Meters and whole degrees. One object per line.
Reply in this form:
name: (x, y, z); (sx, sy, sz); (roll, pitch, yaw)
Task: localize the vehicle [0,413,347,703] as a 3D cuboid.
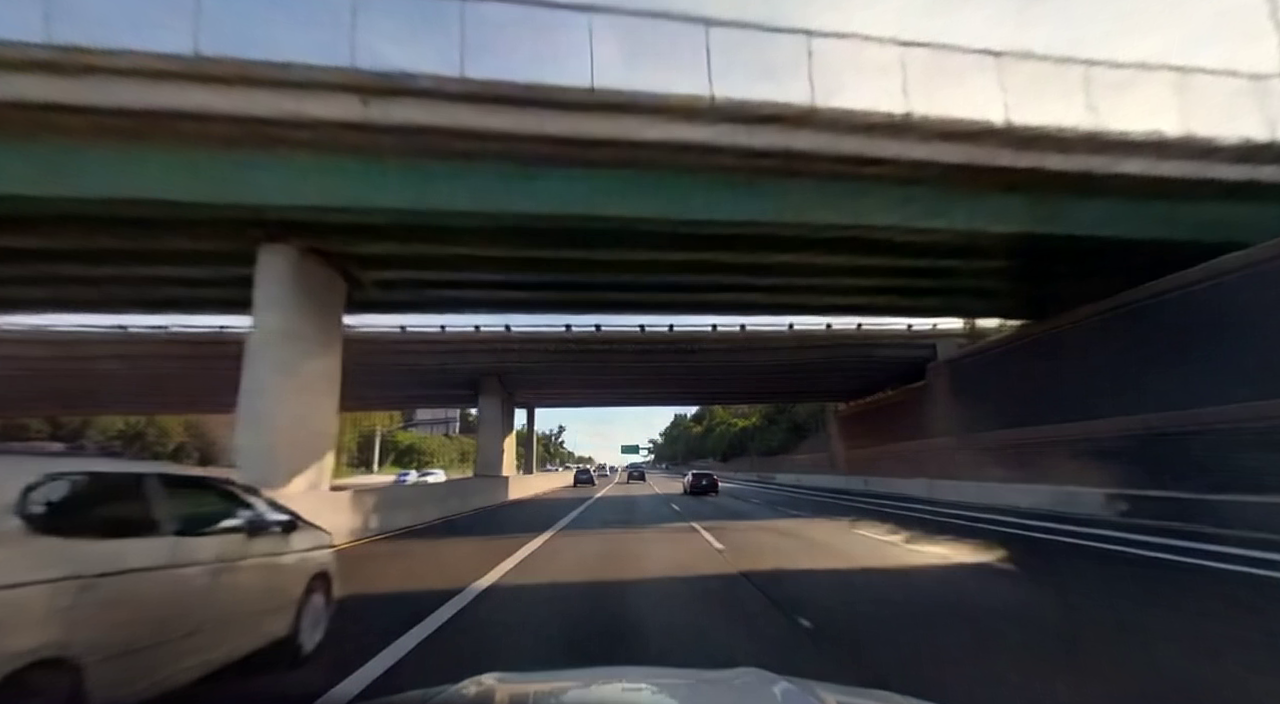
vehicle: (-3.178, 1.008, 2.331); (2.099, 1.516, 4.308); (1, -10, 0)

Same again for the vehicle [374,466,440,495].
vehicle: (-13.526, 7.478, 36.799); (2.043, 1.581, 4.771); (0, -10, 0)

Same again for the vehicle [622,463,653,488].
vehicle: (-0.242, 9.054, 46.159); (2.181, 1.698, 4.056); (1, -10, -1)

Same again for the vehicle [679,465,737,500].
vehicle: (3.112, 6.139, 29.782); (2.092, 1.518, 4.348); (1, -10, -2)
